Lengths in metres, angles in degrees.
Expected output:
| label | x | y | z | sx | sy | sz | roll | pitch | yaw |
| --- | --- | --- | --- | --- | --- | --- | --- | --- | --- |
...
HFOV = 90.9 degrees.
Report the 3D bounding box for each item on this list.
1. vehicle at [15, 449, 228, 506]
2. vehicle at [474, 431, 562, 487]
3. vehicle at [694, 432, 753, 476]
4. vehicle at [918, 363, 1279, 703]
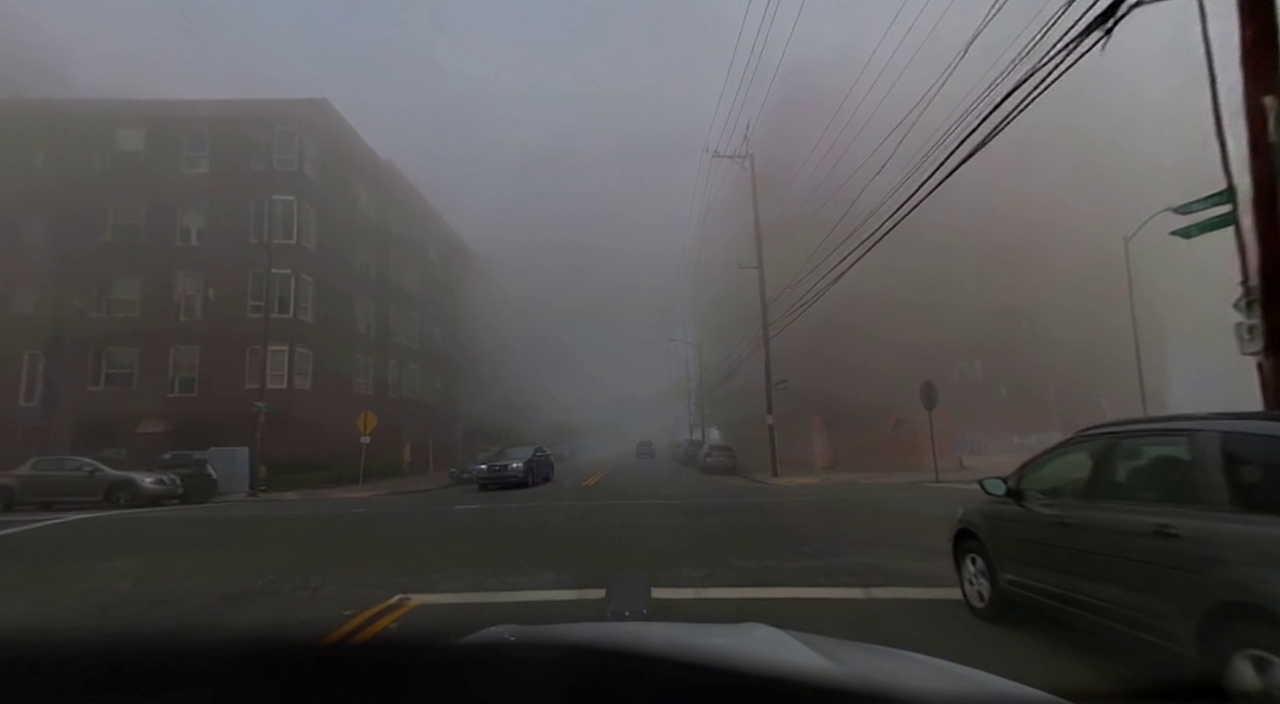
| label | x | y | z | sx | sy | sz | roll | pitch | yaw |
| --- | --- | --- | --- | --- | --- | --- | --- | --- | --- |
| vehicle | -17.264 | 4.182 | 21.194 | 5.354 | 1.773 | 1.991 | 0 | -8 | 0 |
| vehicle | -4.326 | 3.890 | 23.183 | 2.201 | 1.801 | 4.750 | 0 | -8 | 1 |
| vehicle | 3.772 | 4.734 | 29.412 | 2.164 | 1.721 | 4.416 | -4 | -9 | 1 |
| vehicle | 3.523 | 1.062 | 3.574 | 1.994 | 1.697 | 4.274 | 0 | -8 | 1 |
